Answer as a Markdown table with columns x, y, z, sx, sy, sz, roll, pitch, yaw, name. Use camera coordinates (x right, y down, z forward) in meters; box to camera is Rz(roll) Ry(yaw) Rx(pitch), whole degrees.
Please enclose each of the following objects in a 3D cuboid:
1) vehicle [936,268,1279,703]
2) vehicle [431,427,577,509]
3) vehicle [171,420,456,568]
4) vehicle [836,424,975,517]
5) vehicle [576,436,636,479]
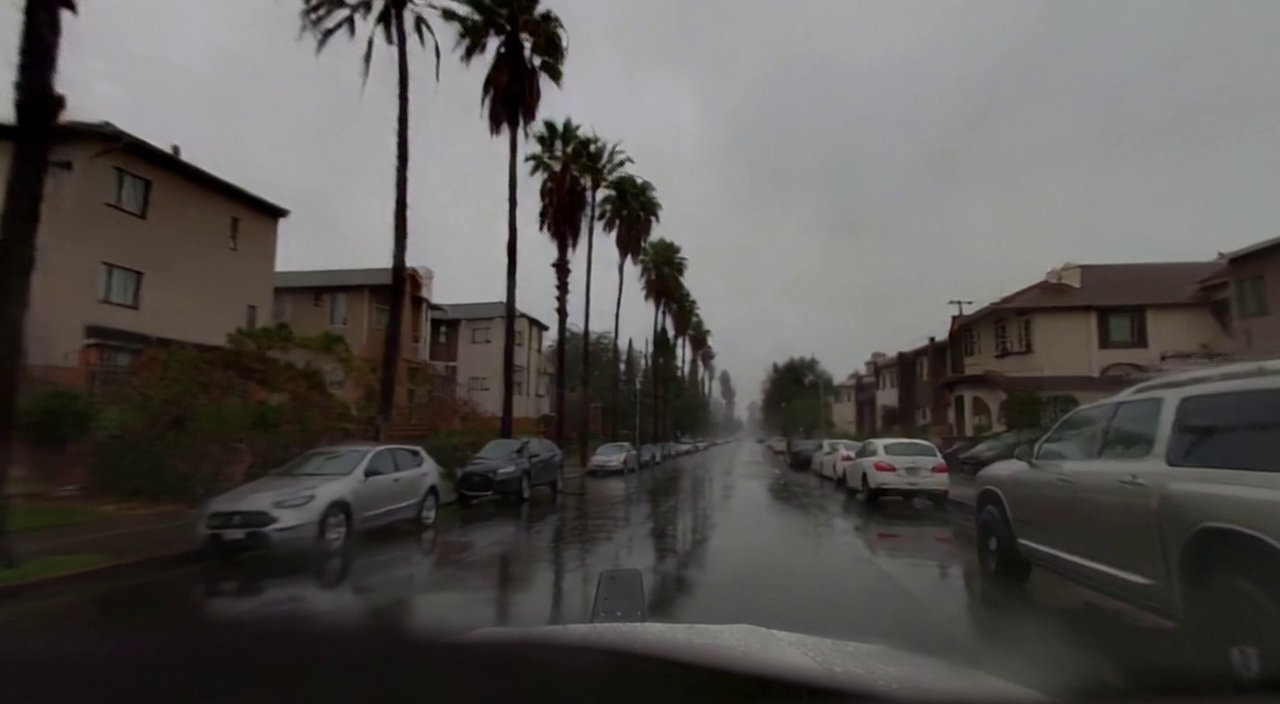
| x | y | z | sx | sy | sz | roll | pitch | yaw | name |
| --- | --- | --- | --- | --- | --- | --- | --- | --- | --- |
| 4.601 | 0.978 | 4.612 | 2.649 | 2.232 | 6.576 | -2 | -8 | 10 | vehicle |
| -3.361 | 2.992 | 16.930 | 2.020 | 1.819 | 5.168 | -2 | -8 | 9 | vehicle |
| -4.406 | 1.925 | 9.328 | 1.816 | 1.697 | 3.777 | -1 | -8 | 8 | vehicle |
| 6.230 | 2.799 | 15.502 | 1.964 | 1.889 | 4.708 | -2 | -8 | 8 | vehicle |
| -1.484 | 4.792 | 29.039 | 1.947 | 1.803 | 4.381 | -2 | -8 | 8 | vehicle |
